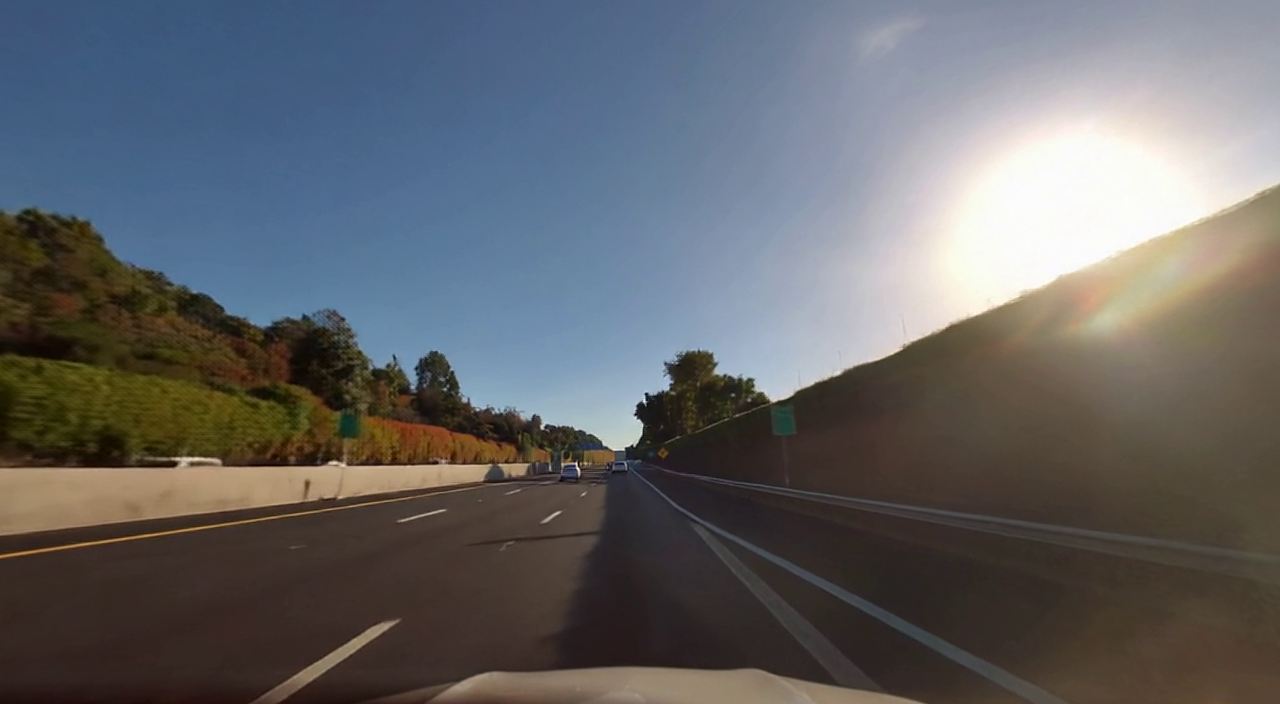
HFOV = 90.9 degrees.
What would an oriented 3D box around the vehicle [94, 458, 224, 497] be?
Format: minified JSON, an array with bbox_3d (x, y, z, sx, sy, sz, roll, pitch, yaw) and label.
[{"bbox_3d":[-20.301,5.323,26.871,2.038,1.507,4.425,1,-11,0],"label":"vehicle"}]

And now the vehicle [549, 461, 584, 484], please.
[{"bbox_3d":[-5.304,8.770,45.855,2.039,1.605,4.365,1,-11,-1],"label":"vehicle"}]

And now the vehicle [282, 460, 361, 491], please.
[{"bbox_3d":[-16.714,6.528,33.325,1.839,1.478,4.496,1,-11,-1],"label":"vehicle"}]
